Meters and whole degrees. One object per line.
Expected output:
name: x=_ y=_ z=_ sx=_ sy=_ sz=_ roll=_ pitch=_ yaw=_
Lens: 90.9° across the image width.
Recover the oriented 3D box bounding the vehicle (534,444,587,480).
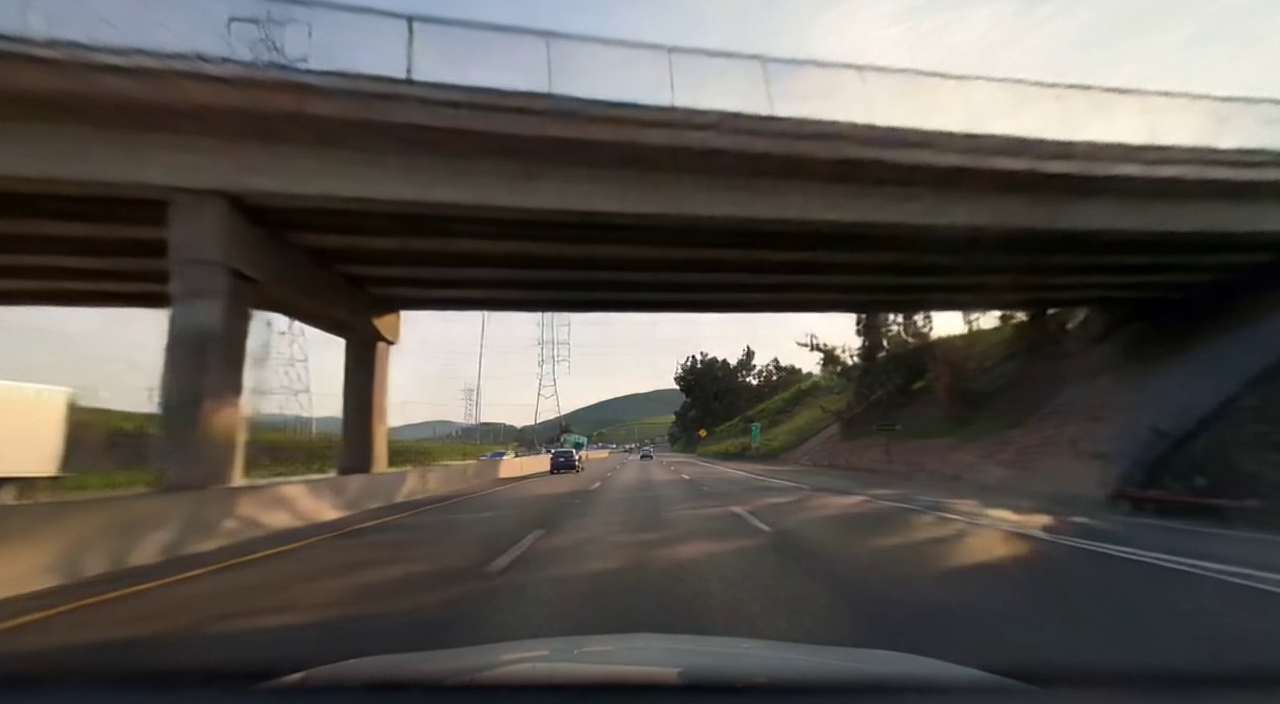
vehicle: x=-3.717 y=5.242 z=30.221 sx=1.924 sy=1.550 sz=4.165 roll=0 pitch=-9 yaw=1
